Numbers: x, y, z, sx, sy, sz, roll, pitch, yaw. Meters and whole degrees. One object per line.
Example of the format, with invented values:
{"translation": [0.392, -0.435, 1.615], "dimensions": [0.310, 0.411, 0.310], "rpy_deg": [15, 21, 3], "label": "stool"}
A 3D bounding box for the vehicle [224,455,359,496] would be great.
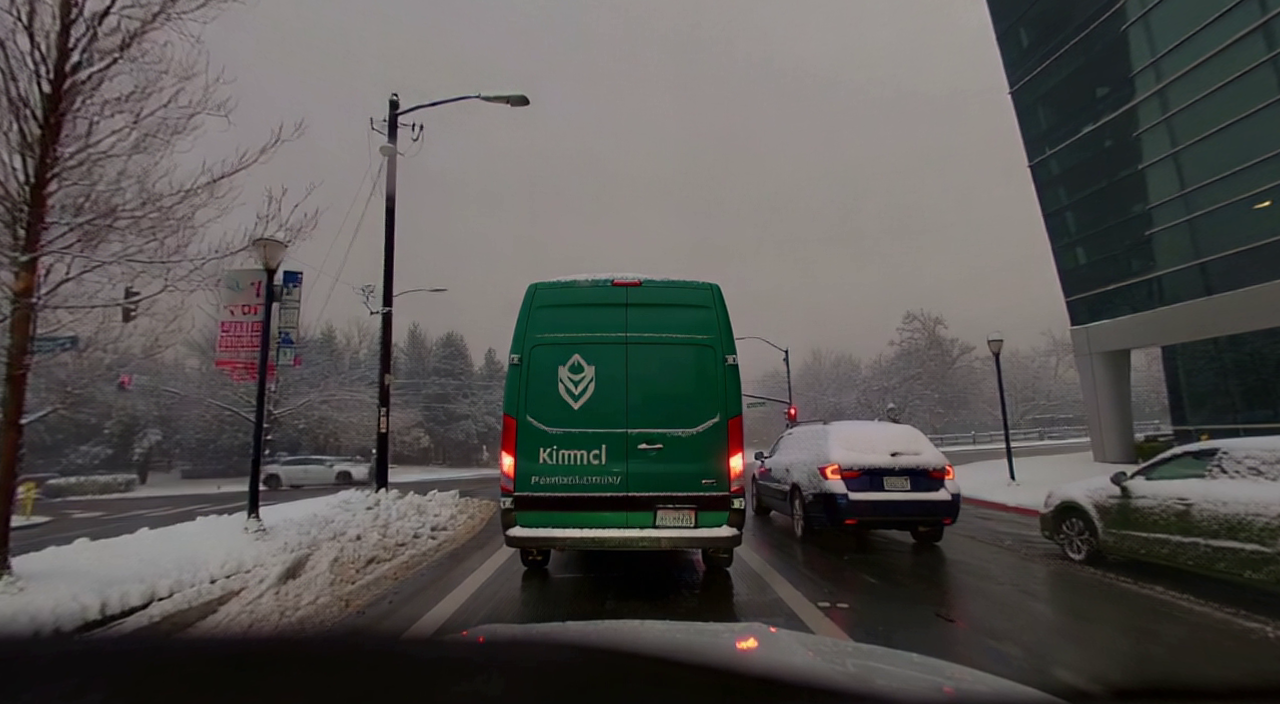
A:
{"translation": [-15.058, 5.354, 27.557], "dimensions": [4.659, 1.615, 1.944], "rpy_deg": [1, -9, -8], "label": "vehicle"}

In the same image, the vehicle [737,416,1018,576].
{"translation": [2.876, 1.865, 9.037], "dimensions": [2.183, 1.676, 4.506], "rpy_deg": [0, -8, -1], "label": "vehicle"}

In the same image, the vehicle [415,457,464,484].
{"translation": [-14.666, 8.685, 46.556], "dimensions": [1.997, 1.806, 4.630], "rpy_deg": [0, -8, 1], "label": "vehicle"}

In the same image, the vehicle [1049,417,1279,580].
{"translation": [7.528, 1.577, 6.992], "dimensions": [1.963, 1.669, 4.678], "rpy_deg": [3, -9, -20], "label": "vehicle"}

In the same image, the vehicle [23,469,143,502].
{"translation": [-31.116, 7.434, 35.378], "dimensions": [4.806, 1.652, 1.869], "rpy_deg": [0, -8, -2], "label": "vehicle"}

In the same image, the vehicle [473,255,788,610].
{"translation": [-0.042, 1.177, 9.087], "dimensions": [2.613, 3.035, 7.342], "rpy_deg": [0, -8, 1], "label": "vehicle"}
